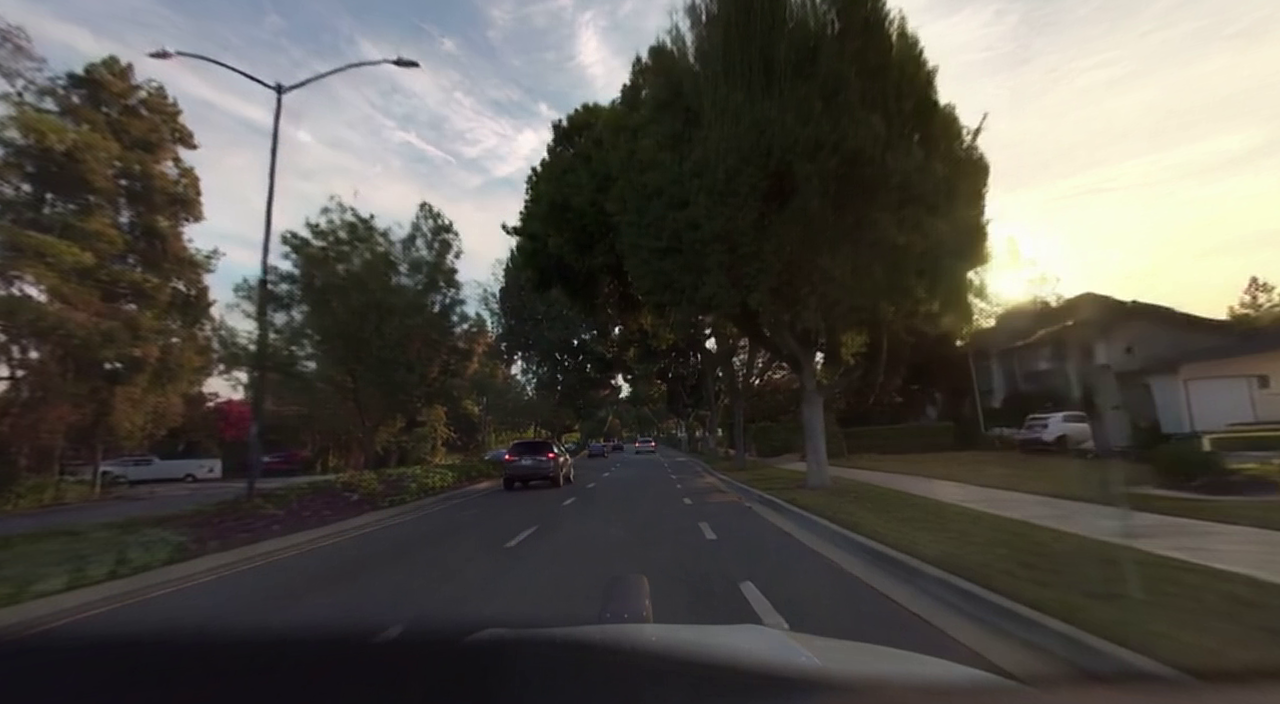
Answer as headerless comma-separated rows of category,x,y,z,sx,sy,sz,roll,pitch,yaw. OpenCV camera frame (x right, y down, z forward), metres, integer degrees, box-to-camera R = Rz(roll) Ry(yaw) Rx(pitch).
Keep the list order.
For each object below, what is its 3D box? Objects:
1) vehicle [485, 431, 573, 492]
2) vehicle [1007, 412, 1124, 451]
vehicle,-3.517,3.572,20.919,2.073,1.770,4.302,0,-8,1
vehicle,17.876,3.445,26.854,1.939,1.477,5.129,-1,-9,7
